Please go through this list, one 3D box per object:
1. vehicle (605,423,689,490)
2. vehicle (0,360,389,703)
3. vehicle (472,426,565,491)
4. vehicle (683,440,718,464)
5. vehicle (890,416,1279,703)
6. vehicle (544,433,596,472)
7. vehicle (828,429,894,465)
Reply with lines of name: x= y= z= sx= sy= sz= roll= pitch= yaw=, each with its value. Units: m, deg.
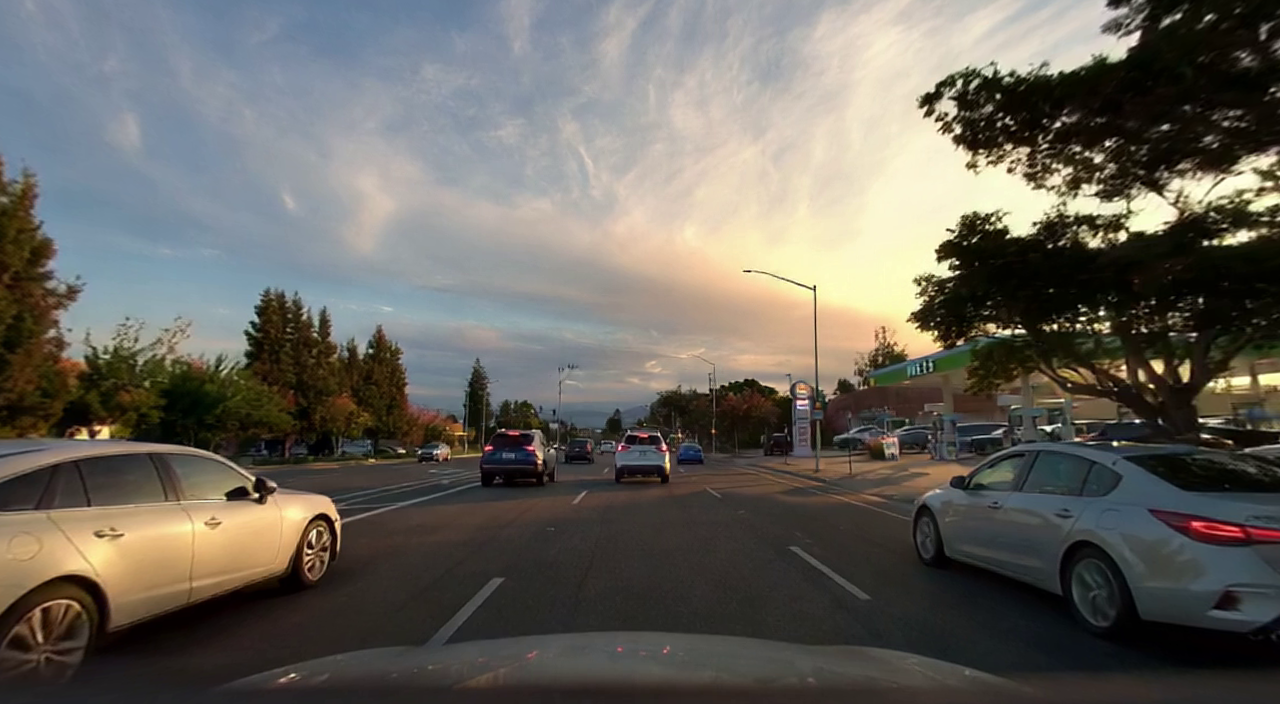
vehicle: x=0.169 y=3.163 z=19.396 sx=2.279 sy=1.803 sz=4.254 roll=0 pitch=-8 yaw=0
vehicle: x=-3.450 y=1.088 z=4.236 sx=1.864 sy=1.574 sz=4.031 roll=0 pitch=-8 yaw=0
vehicle: x=-3.462 y=3.122 z=18.837 sx=1.932 sy=1.695 sz=4.150 roll=0 pitch=-8 yaw=0
vehicle: x=4.089 y=6.844 z=43.463 sx=1.926 sy=1.522 sz=3.852 roll=0 pitch=-8 yaw=-1
vehicle: x=3.944 y=1.353 z=5.177 sx=1.888 sy=1.456 sz=4.589 roll=0 pitch=-8 yaw=0
vehicle: x=-3.160 y=4.620 z=29.241 sx=1.871 sy=1.673 sz=3.920 roll=0 pitch=-8 yaw=1
vehicle: x=11.847 y=5.145 z=34.219 sx=1.918 sy=1.765 sz=4.668 roll=0 pitch=-8 yaw=0
